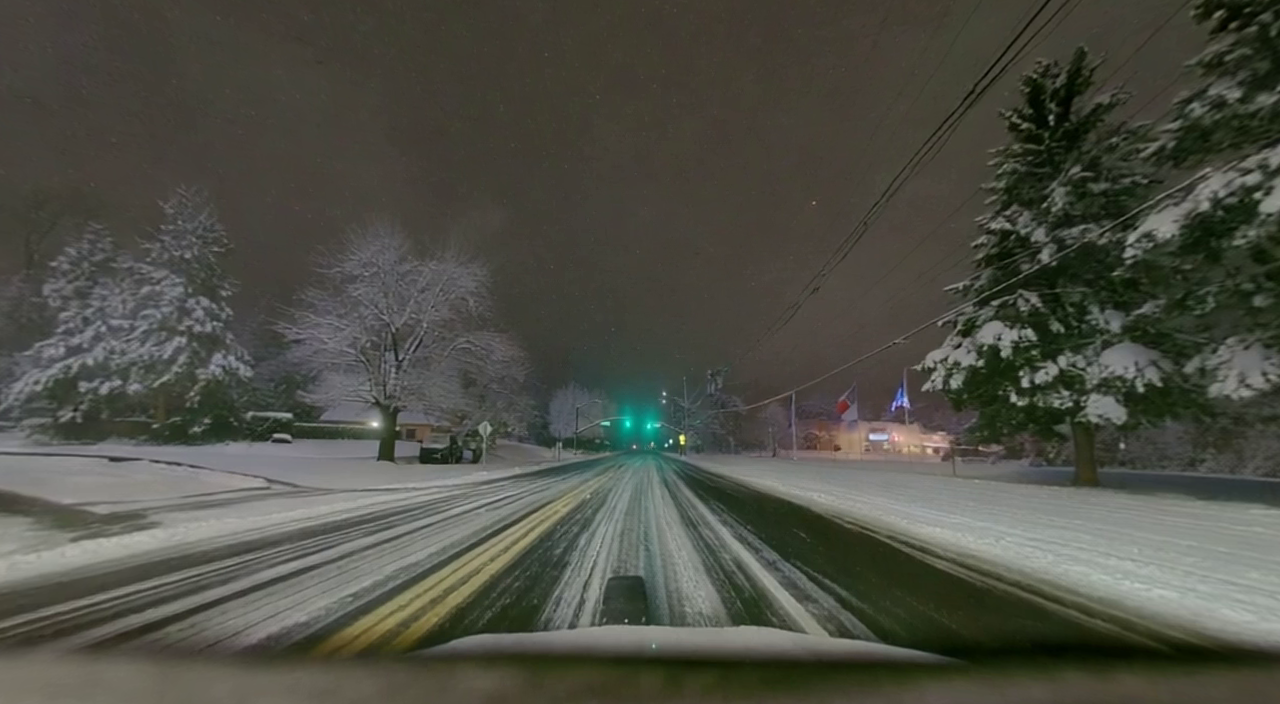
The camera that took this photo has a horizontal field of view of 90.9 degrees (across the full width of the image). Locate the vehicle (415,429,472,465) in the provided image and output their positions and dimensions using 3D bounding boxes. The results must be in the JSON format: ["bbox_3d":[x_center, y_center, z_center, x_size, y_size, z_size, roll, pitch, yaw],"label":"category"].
[{"bbox_3d":[-13.067,6.356,42.262,2.476,2.256,5.686,0,-8,-5],"label":"vehicle"}]
